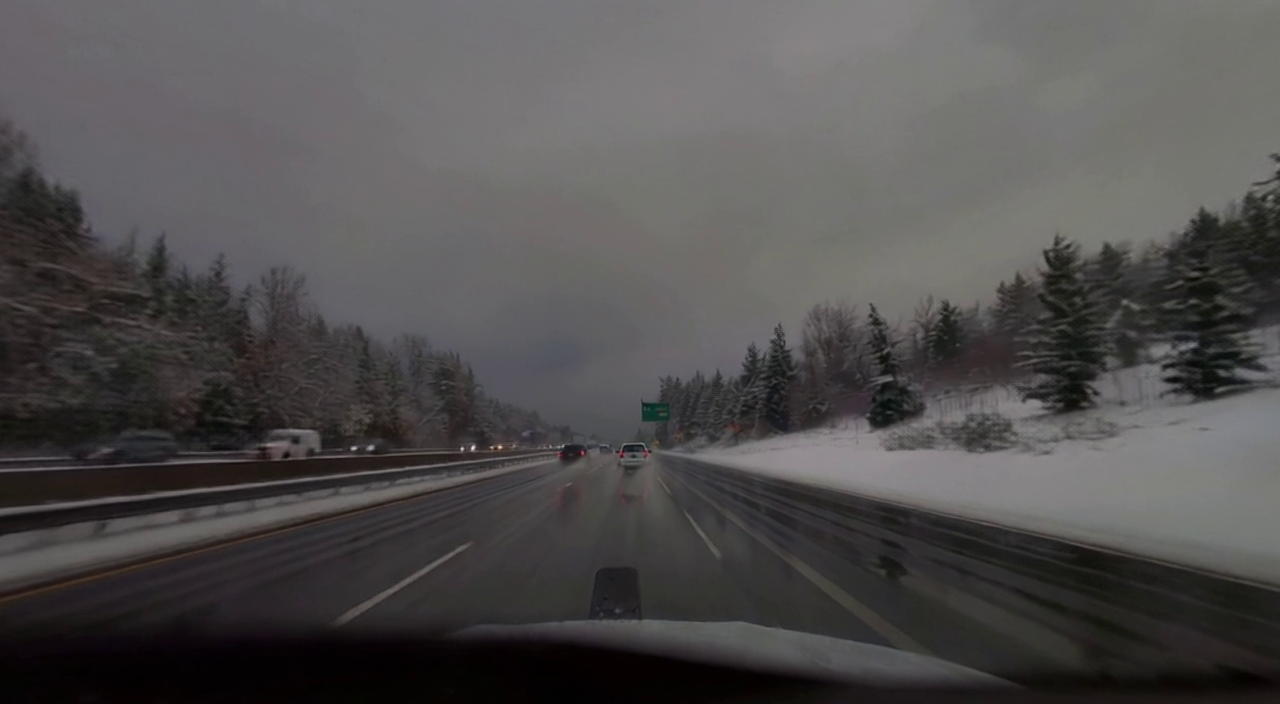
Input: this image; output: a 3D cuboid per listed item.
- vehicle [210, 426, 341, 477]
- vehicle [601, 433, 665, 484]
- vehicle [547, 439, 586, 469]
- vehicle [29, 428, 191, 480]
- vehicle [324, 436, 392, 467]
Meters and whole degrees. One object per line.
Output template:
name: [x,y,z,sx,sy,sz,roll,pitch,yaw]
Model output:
vehicle: [-13.067,3.621,22.890,1.995,1.636,4.605,-1,-9,0]
vehicle: [-0.243,3.844,22.785,2.115,1.661,4.049,0,-9,0]
vehicle: [-4.560,6.414,39.519,1.974,1.688,4.727,-1,-9,0]
vehicle: [-18.300,3.556,21.975,1.873,1.586,4.367,-1,-9,0]
vehicle: [-14.543,5.168,32.568,1.800,1.517,4.110,0,-9,-3]
